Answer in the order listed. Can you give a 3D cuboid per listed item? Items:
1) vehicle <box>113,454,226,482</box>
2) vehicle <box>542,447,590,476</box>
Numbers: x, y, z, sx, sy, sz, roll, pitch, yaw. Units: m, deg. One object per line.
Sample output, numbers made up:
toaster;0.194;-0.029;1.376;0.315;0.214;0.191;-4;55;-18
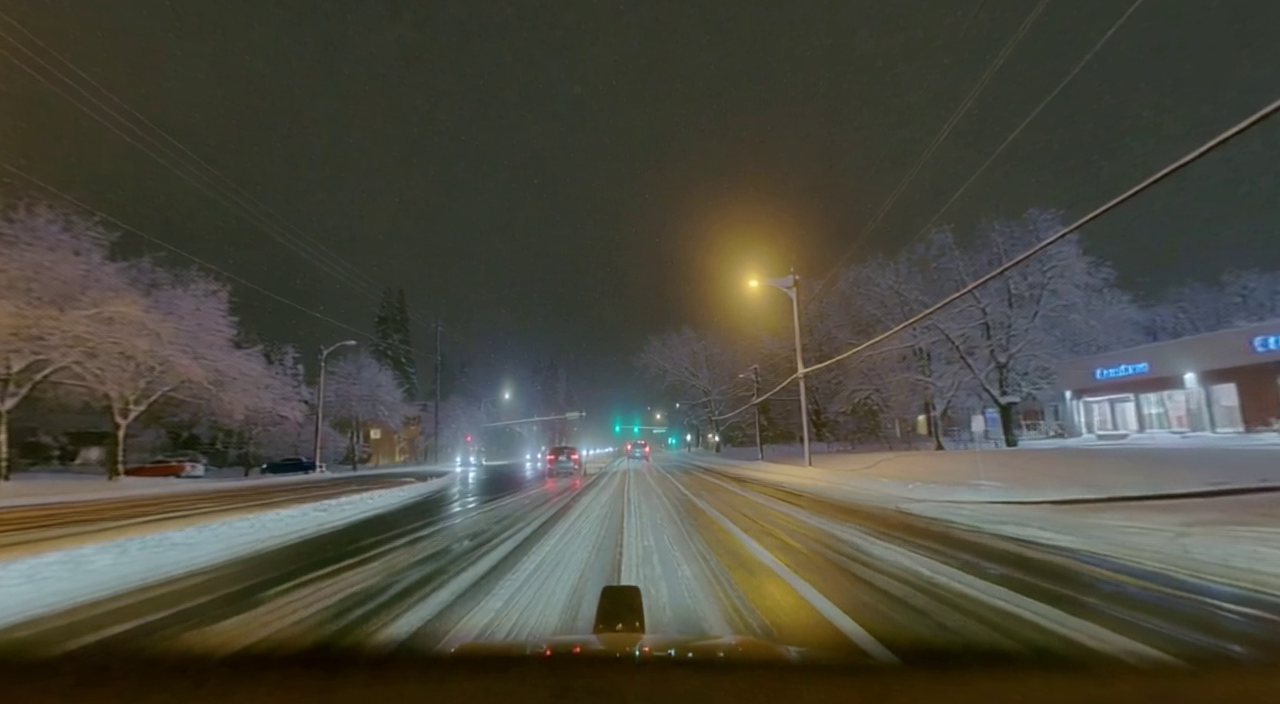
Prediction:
vehicle;-33.918;8.336;45.501;6.134;1.918;2.296;1;-9;-4
vehicle;-3.881;5.813;33.721;2.076;1.444;4.328;0;-9;0
